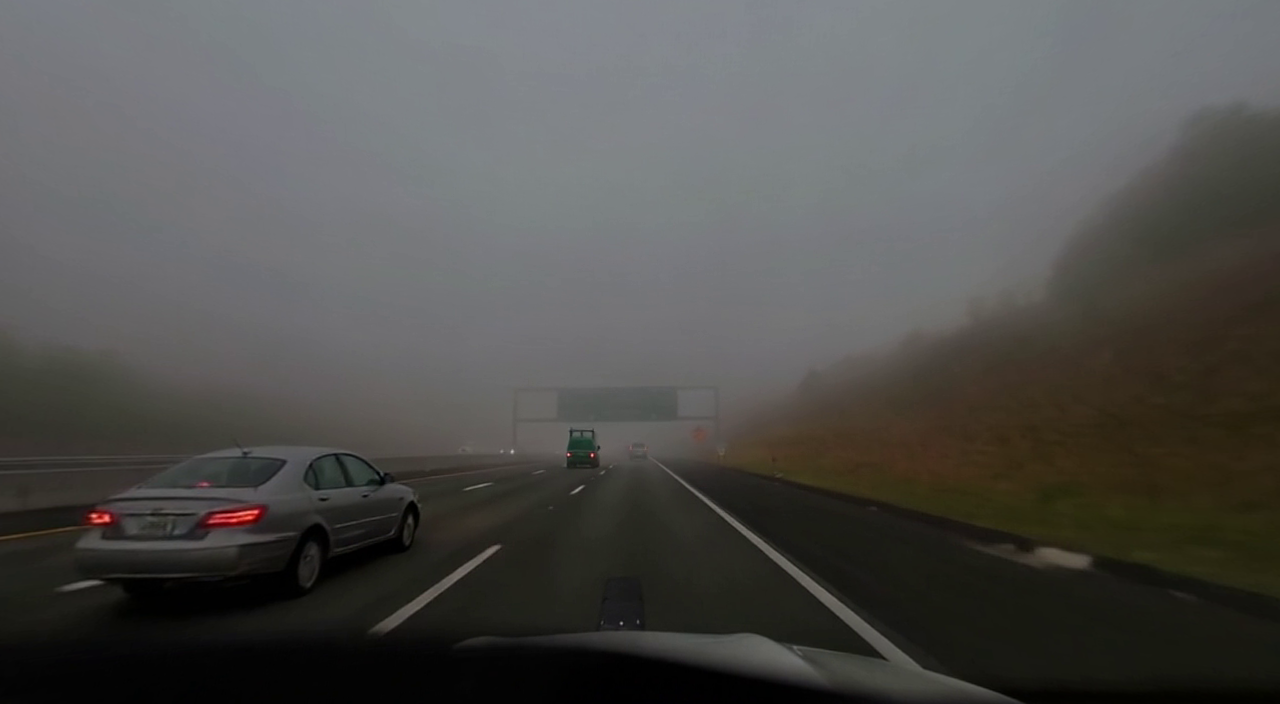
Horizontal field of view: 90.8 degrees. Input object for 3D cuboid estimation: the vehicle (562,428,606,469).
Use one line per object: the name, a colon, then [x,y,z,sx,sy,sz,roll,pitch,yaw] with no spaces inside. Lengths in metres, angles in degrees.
vehicle: [-3.546,6.229,40.850,2.290,2.453,5.561,0,-9,1]

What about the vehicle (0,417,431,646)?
vehicle: [-3.643,1.446,6.029,1.924,1.436,3.915,0,-9,0]
